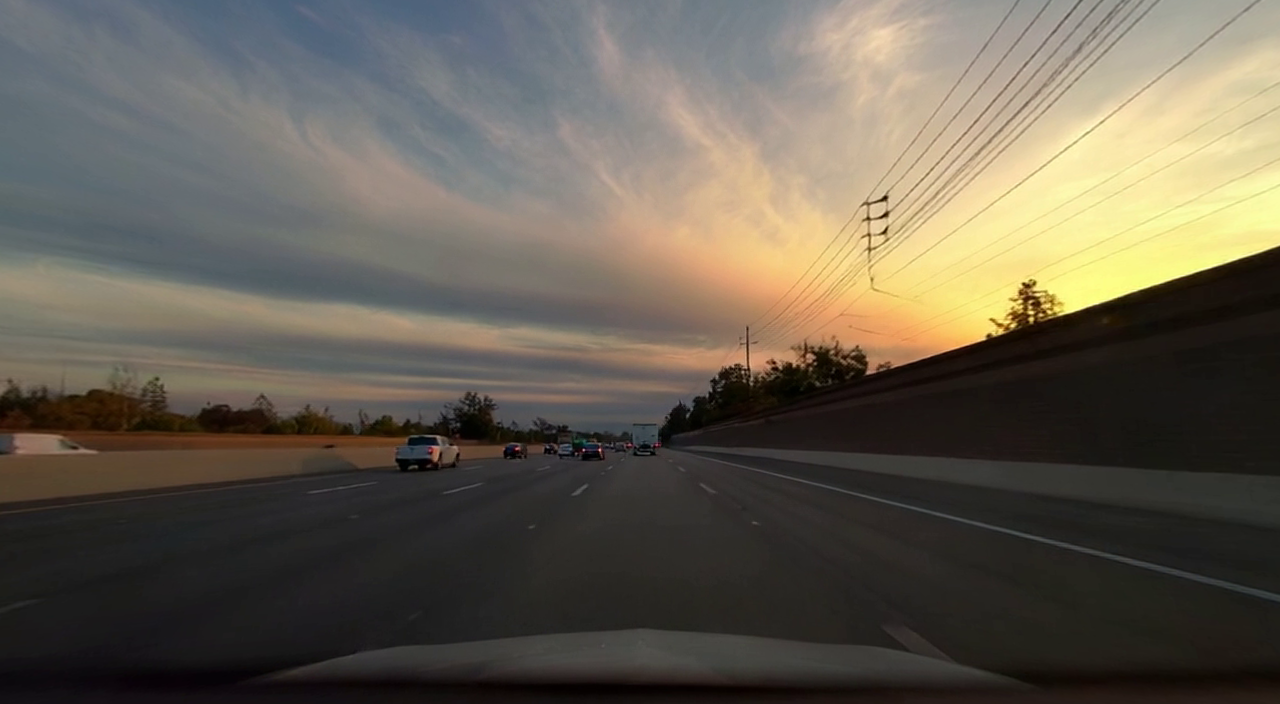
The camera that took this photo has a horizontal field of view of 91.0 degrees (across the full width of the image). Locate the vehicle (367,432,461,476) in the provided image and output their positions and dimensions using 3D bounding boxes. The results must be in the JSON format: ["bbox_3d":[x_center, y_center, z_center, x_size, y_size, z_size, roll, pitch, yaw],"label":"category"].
[{"bbox_3d":[-10.608,4.845,30.158,2.310,1.853,5.817,0,-9,1],"label":"vehicle"}]

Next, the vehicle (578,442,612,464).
[{"bbox_3d":[-3.226,7.340,46.022,2.045,1.532,4.954,0,-9,1],"label":"vehicle"}]
